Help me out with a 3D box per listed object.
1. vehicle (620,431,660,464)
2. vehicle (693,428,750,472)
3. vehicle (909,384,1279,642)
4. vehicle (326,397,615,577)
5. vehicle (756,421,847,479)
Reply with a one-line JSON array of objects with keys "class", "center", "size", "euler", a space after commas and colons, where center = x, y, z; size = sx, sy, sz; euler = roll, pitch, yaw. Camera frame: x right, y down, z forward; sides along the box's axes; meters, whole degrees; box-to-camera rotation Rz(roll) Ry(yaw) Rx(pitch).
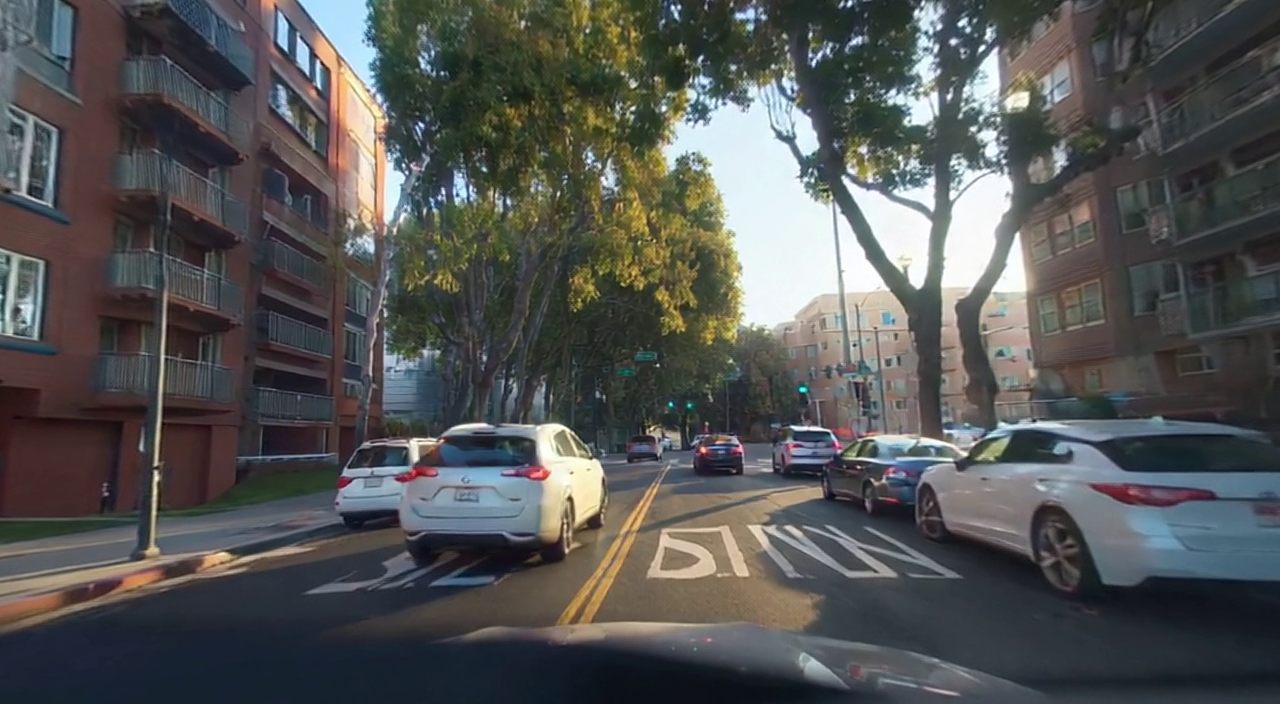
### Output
[{"class": "vehicle", "center": [0.060, 5.466, 36.227], "size": [1.979, 1.723, 3.849], "euler": [-1, -8, 4]}, {"class": "vehicle", "center": [3.354, 4.027, 26.011], "size": [2.111, 1.619, 4.077], "euler": [-2, -8, 8]}, {"class": "vehicle", "center": [4.451, 1.313, 6.137], "size": [1.883, 1.601, 4.305], "euler": [-1, -8, 2]}, {"class": "vehicle", "center": [-1.899, 1.790, 9.253], "size": [2.333, 1.832, 5.200], "euler": [-1, -8, 6]}, {"class": "vehicle", "center": [5.664, 3.545, 22.939], "size": [2.093, 1.815, 5.441], "euler": [-1, -8, 3]}]
